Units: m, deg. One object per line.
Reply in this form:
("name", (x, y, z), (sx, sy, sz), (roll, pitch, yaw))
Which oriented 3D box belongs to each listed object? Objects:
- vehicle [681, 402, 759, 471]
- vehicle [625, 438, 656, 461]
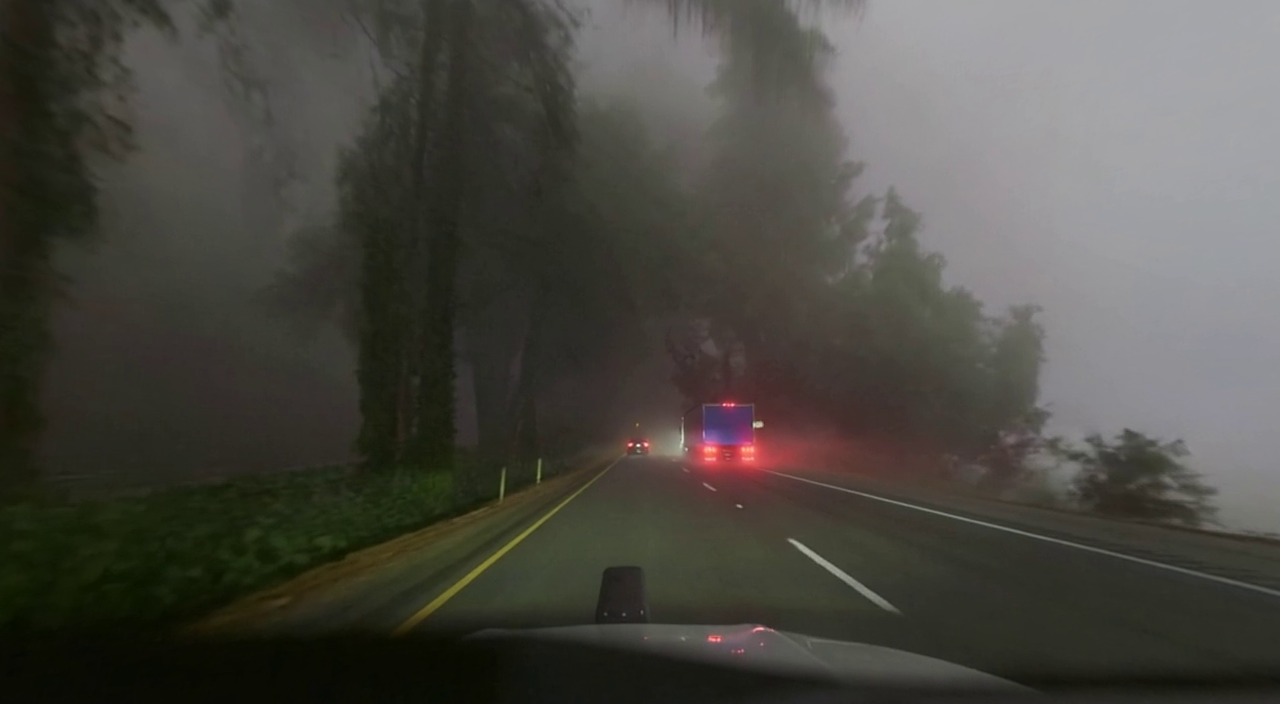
("vehicle", (4.003, 4.562, 33.462), (3.015, 3.211, 7.982), (0, -8, -1))
("vehicle", (0.029, 7.096, 45.822), (2.170, 1.544, 4.373), (0, -8, 0))
